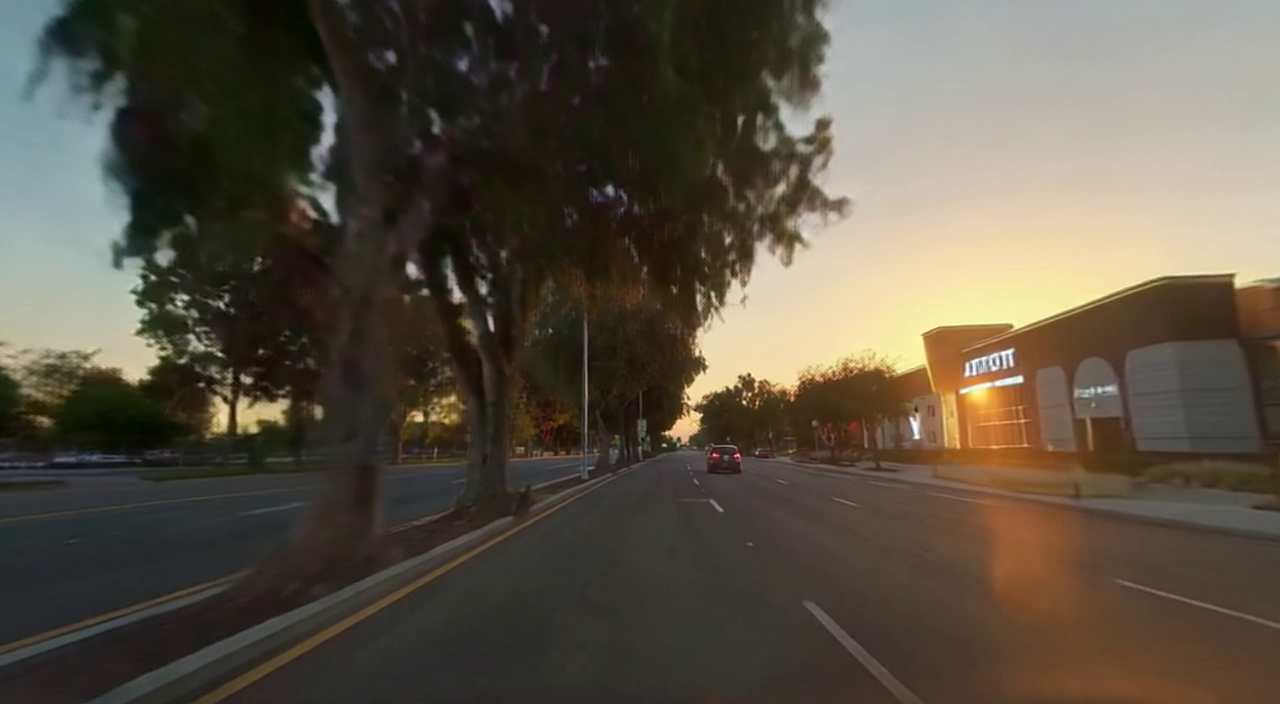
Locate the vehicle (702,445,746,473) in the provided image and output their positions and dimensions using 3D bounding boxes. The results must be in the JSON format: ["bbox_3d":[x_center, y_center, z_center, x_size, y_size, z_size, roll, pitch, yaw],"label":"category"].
[{"bbox_3d":[4.744,6.122,36.298,2.015,1.479,4.444,0,-9,1],"label":"vehicle"}]
